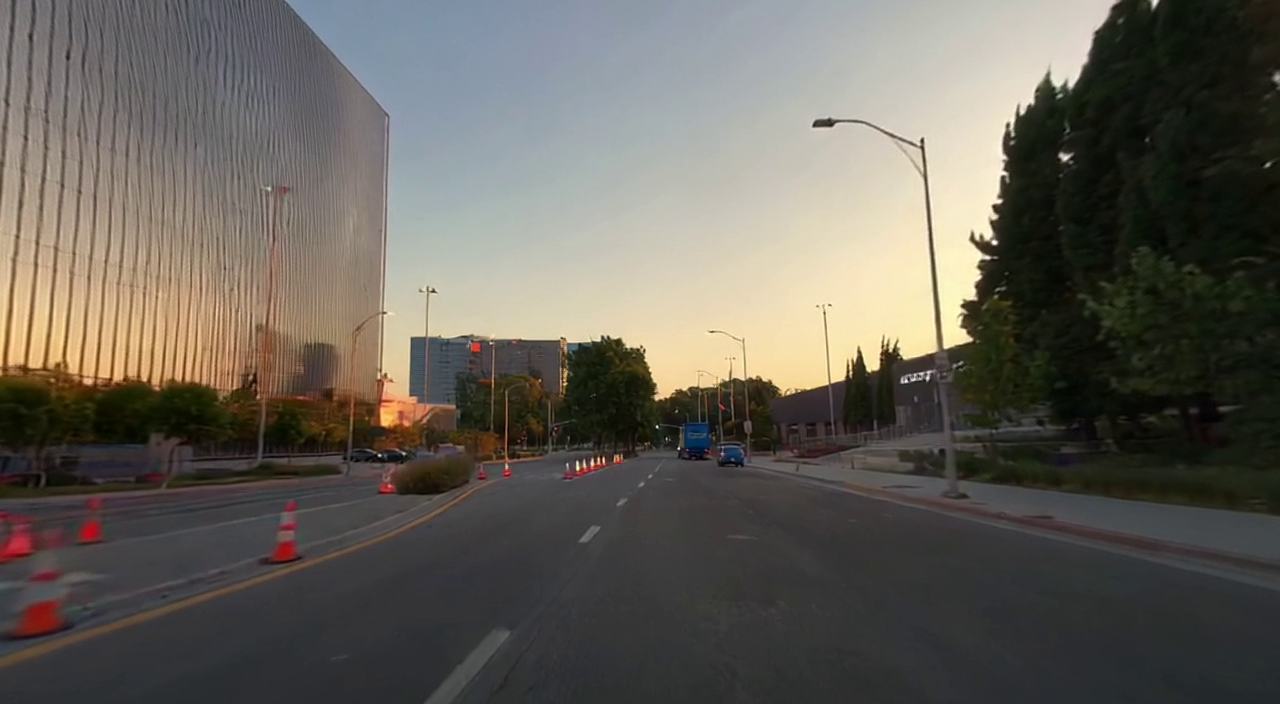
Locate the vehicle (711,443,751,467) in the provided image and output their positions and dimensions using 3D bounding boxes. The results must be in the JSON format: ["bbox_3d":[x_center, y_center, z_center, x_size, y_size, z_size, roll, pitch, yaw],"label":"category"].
[{"bbox_3d":[6.436,7.345,45.267,2.098,1.619,4.433,0,-8,-1],"label":"vehicle"}]
